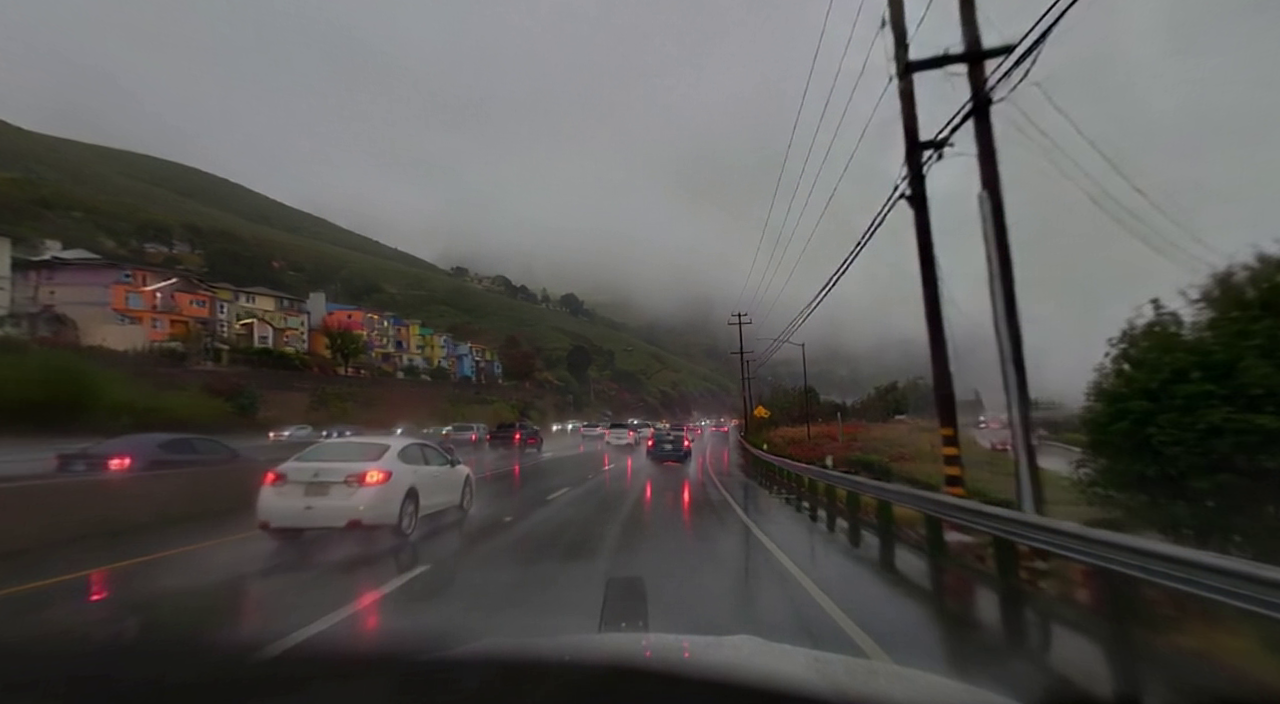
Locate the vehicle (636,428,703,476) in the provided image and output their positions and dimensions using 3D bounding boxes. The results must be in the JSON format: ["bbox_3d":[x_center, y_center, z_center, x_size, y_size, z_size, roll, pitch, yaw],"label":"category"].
[{"bbox_3d":[1.062,3.462,22.029,2.109,1.495,3.935,-1,-8,4],"label":"vehicle"}]

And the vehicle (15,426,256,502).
[{"bbox_3d":[-12.520,2.796,16.173,1.986,1.622,4.548,-2,-8,10],"label":"vehicle"}]

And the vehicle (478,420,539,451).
[{"bbox_3d":[-8.142,5.270,39.462,2.080,1.833,4.461,-2,-9,12],"label":"vehicle"}]

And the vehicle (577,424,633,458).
[{"bbox_3d":[-1.737,4.713,33.228,2.121,1.639,4.383,-1,-8,8],"label":"vehicle"}]

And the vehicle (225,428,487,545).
[{"bbox_3d":[-4.245,2.078,10.540,1.956,1.478,4.789,-1,-8,3],"label":"vehicle"}]
